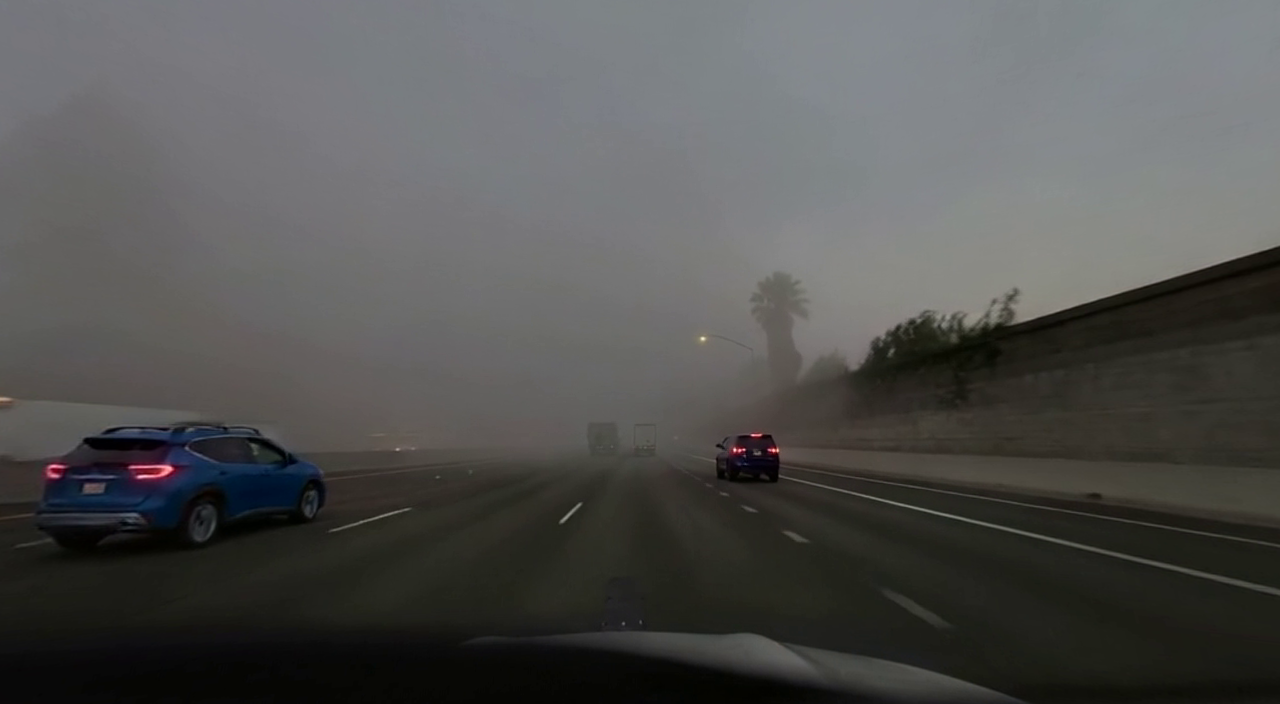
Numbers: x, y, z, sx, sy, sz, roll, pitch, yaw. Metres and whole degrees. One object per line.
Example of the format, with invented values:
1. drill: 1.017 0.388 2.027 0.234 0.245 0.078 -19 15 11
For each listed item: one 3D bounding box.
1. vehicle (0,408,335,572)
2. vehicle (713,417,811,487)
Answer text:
1. vehicle: -6.911 1.860 9.375 2.289 1.774 4.871 0 -8 0
2. vehicle: 4.148 3.536 22.543 2.408 2.210 4.999 0 -8 -1
